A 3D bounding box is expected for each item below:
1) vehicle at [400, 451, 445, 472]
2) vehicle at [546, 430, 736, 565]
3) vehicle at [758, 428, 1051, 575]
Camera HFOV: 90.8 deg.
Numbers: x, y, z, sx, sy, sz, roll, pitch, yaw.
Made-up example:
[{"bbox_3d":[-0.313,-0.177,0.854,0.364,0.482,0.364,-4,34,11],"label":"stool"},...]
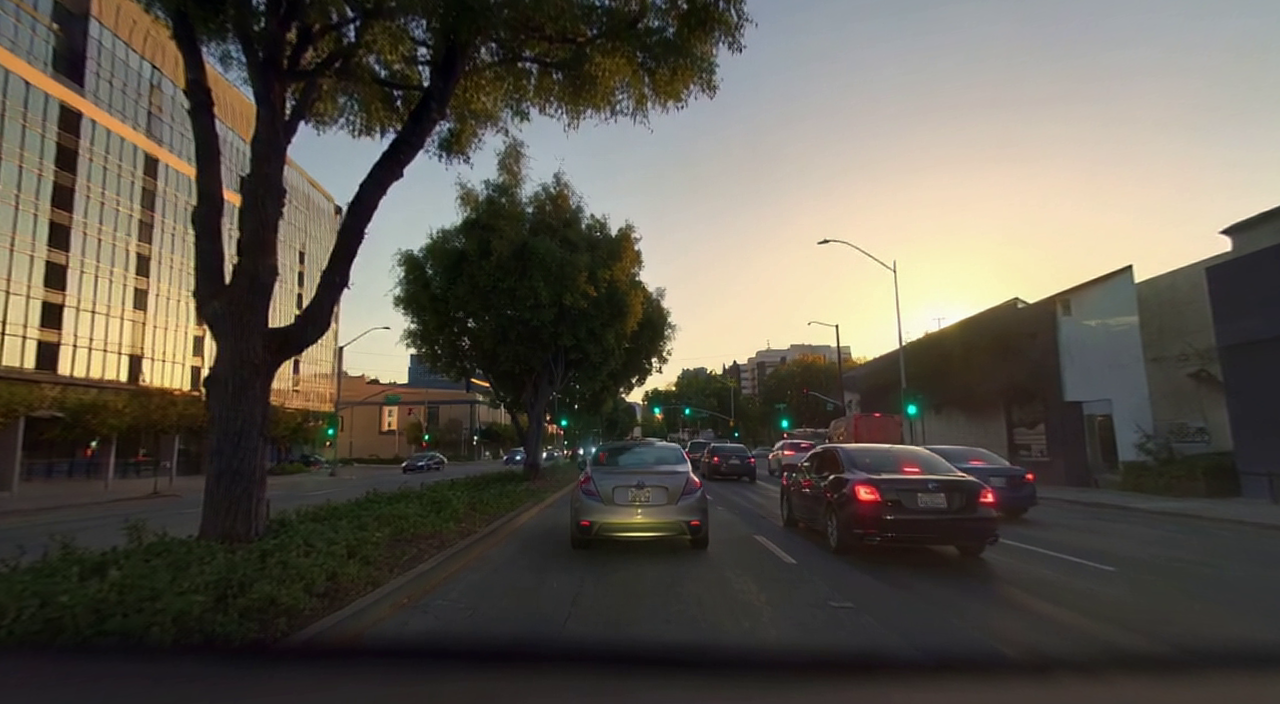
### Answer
[{"bbox_3d":[-16.693,8.389,48.724,1.864,1.489,4.346,0,-8,0],"label":"vehicle"},{"bbox_3d":[-0.037,1.924,9.132,2.105,1.474,4.127,0,-8,-1],"label":"vehicle"},{"bbox_3d":[3.131,1.859,8.770,1.995,1.483,4.533,0,-8,-2],"label":"vehicle"}]
